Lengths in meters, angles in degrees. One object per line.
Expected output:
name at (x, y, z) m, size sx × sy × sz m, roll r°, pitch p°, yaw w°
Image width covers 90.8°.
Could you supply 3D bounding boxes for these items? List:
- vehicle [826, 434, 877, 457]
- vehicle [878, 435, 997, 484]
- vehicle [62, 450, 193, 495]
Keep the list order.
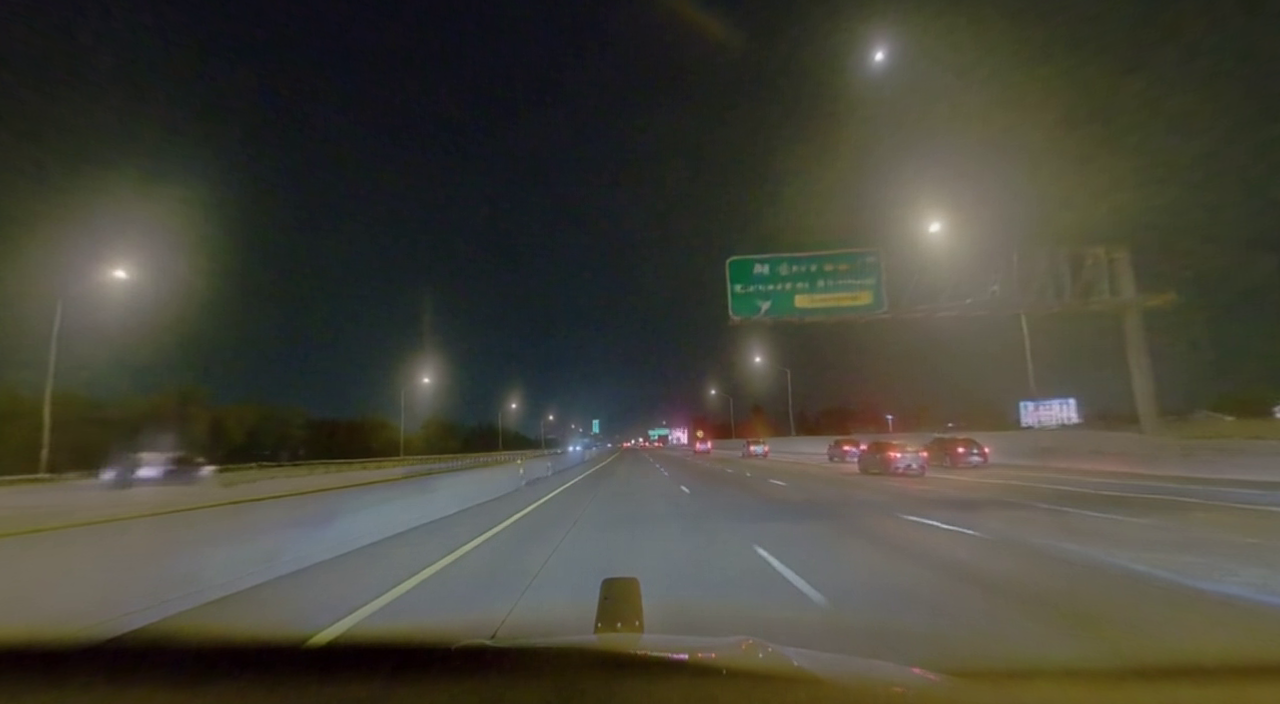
vehicle at (16.490, 7.335, 49.465) m, size 2.034 × 1.698 × 5.065 m, roll 0°, pitch -9°, yaw -2°
vehicle at (9.526, 3.474, 20.663) m, size 1.836 × 1.418 × 4.132 m, roll 0°, pitch -9°, yaw -1°
vehicle at (-19.145, 4.482, 23.855) m, size 1.741 × 1.495 × 3.853 m, roll 0°, pitch -9°, yaw -2°
